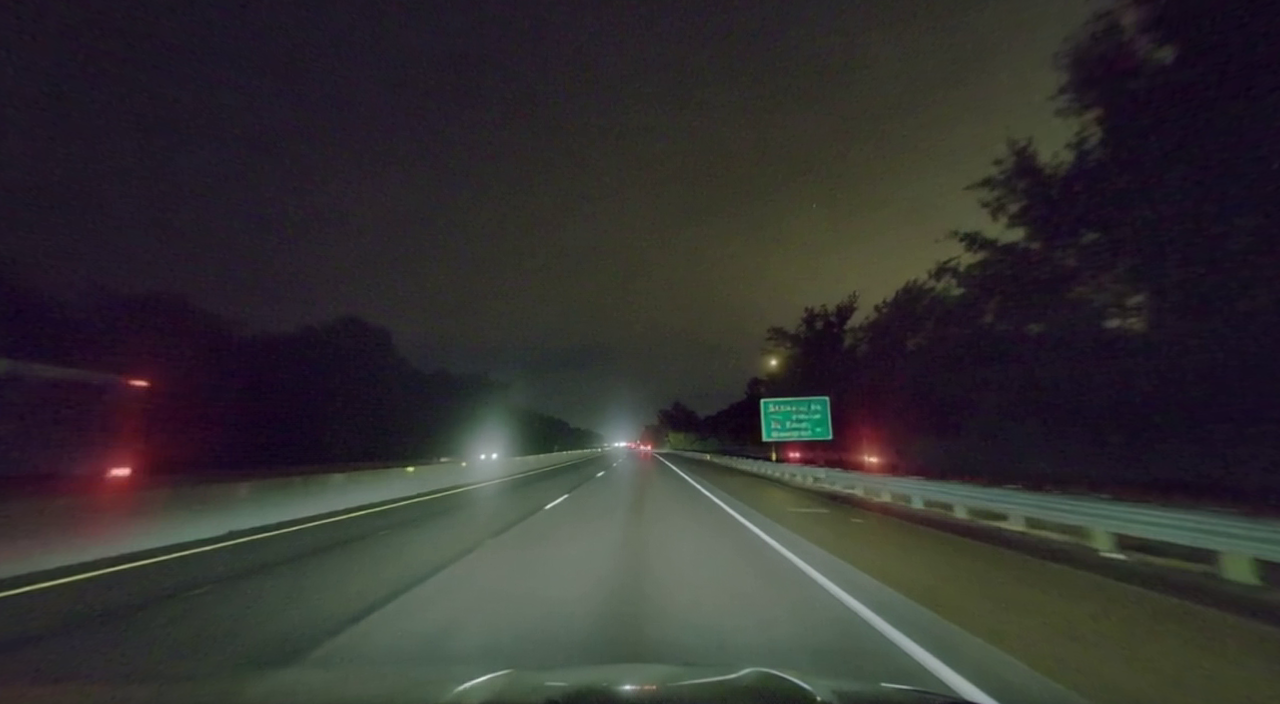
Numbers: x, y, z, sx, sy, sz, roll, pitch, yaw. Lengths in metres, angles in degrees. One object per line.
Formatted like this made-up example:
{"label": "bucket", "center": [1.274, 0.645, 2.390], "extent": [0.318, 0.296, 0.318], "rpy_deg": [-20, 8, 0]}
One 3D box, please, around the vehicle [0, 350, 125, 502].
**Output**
{"label": "vehicle", "center": [-17.644, 1.122, 10.857], "extent": [2.986, 3.793, 17.217], "rpy_deg": [0, -8, 0]}
